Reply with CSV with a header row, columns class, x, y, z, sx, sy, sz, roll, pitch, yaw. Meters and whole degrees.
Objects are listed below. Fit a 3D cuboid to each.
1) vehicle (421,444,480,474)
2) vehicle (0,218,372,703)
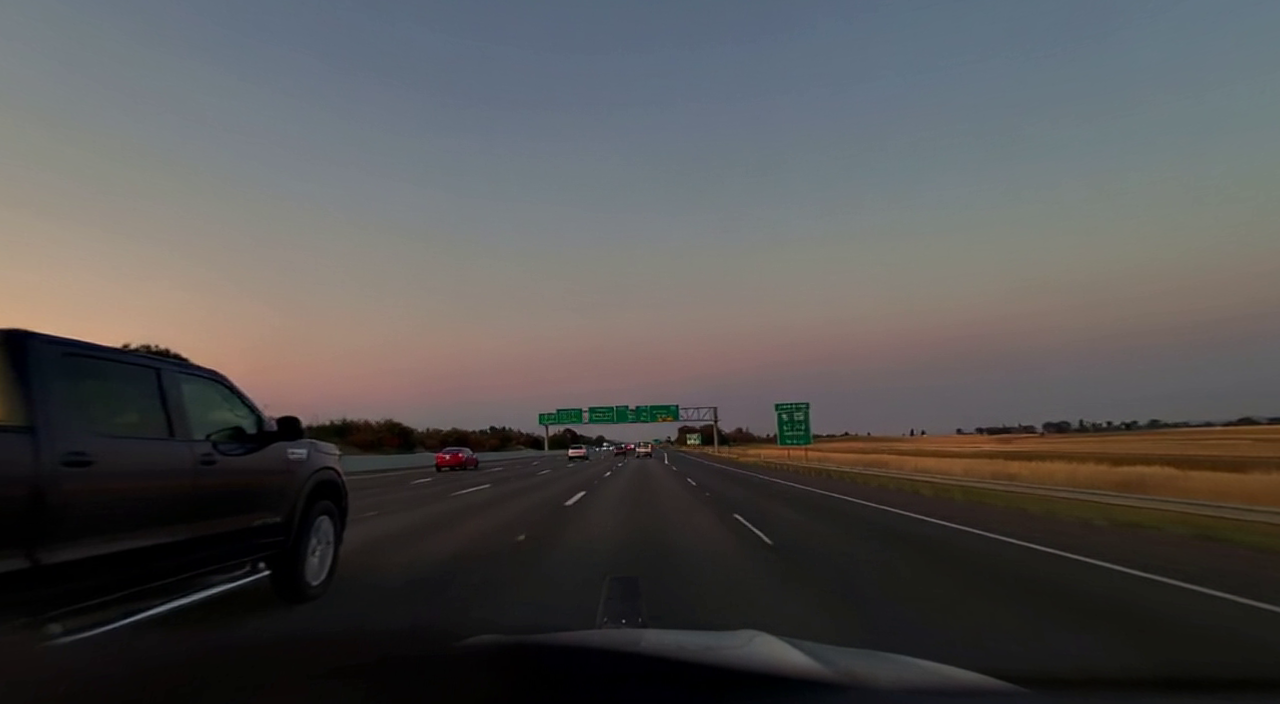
class,x,y,z,sx,sy,sz,roll,pitch,yaw
vehicle,-10.892,6.160,36.584,1.957,1.565,4.311,0,-8,1
vehicle,-3.644,0.560,2.279,2.601,2.084,6.068,0,-8,1
